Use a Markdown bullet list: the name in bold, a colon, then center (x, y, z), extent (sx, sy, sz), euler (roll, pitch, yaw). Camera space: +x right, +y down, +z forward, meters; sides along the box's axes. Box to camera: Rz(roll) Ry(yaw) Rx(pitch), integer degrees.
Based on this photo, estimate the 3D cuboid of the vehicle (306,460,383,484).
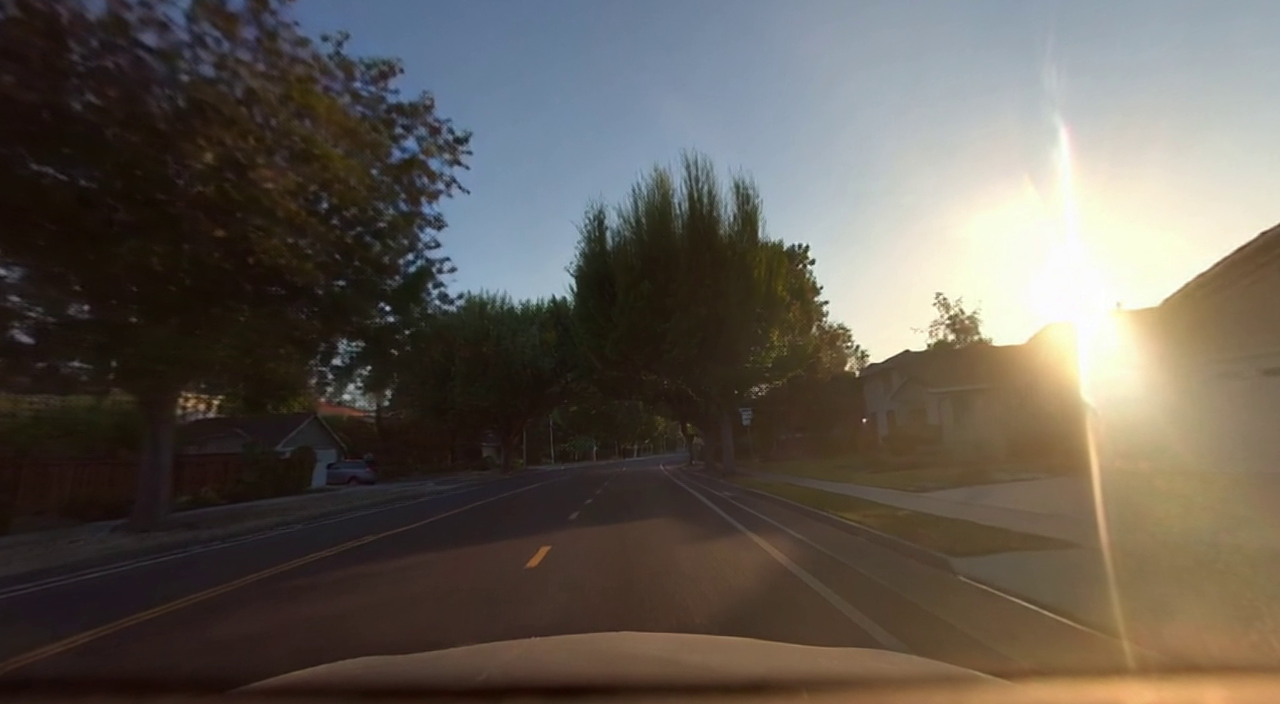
- **vehicle**: center (-19.243, 7.812, 41.217), extent (4.173, 1.423, 1.657), euler (0, -9, 3)
